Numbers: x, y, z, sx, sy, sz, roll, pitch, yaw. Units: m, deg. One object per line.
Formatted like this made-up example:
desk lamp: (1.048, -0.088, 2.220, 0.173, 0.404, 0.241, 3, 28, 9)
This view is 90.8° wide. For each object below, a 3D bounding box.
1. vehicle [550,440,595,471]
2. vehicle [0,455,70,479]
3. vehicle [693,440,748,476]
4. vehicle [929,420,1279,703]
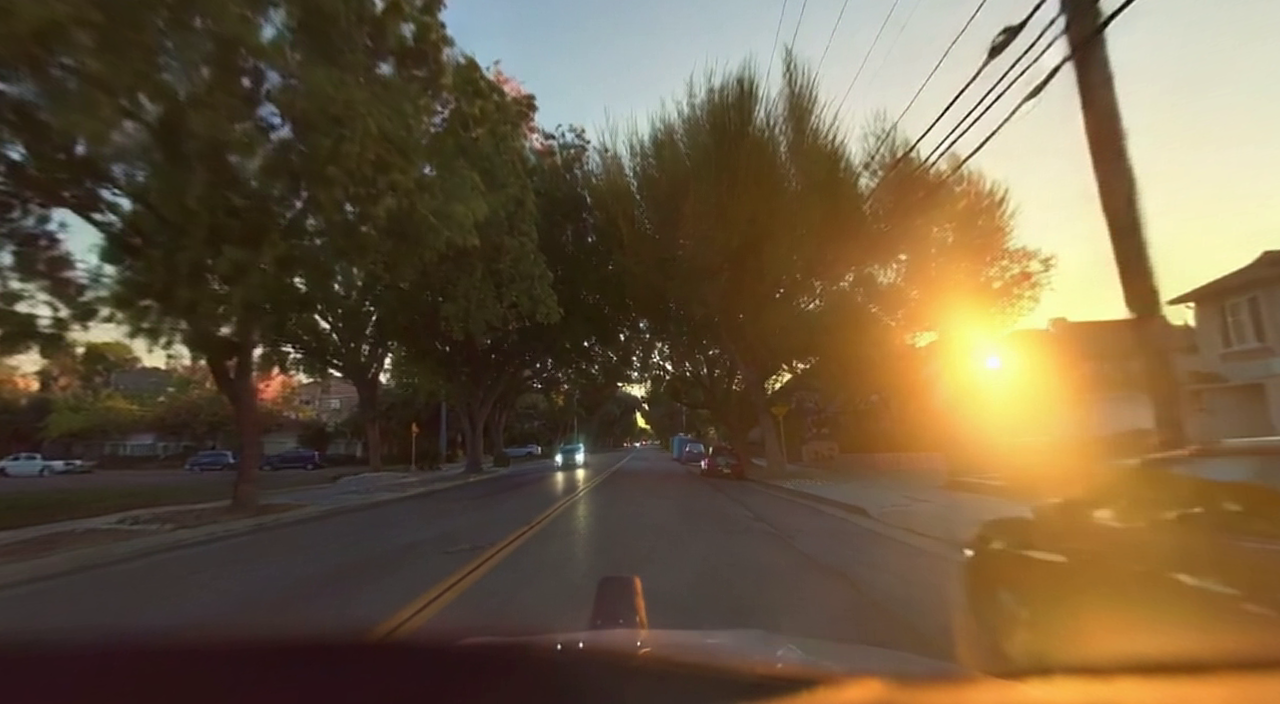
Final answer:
vehicle: (-3.543, 5.468, 33.609, 1.839, 1.520, 3.656, -1, -8, 2)
vehicle: (-41.082, 7.670, 42.185, 4.019, 1.503, 1.979, 0, -8, 0)
vehicle: (3.644, 4.872, 29.319, 1.915, 1.491, 4.642, 0, -8, 0)
vehicle: (3.192, 0.982, 2.377, 1.990, 1.435, 4.526, 0, -8, -1)
